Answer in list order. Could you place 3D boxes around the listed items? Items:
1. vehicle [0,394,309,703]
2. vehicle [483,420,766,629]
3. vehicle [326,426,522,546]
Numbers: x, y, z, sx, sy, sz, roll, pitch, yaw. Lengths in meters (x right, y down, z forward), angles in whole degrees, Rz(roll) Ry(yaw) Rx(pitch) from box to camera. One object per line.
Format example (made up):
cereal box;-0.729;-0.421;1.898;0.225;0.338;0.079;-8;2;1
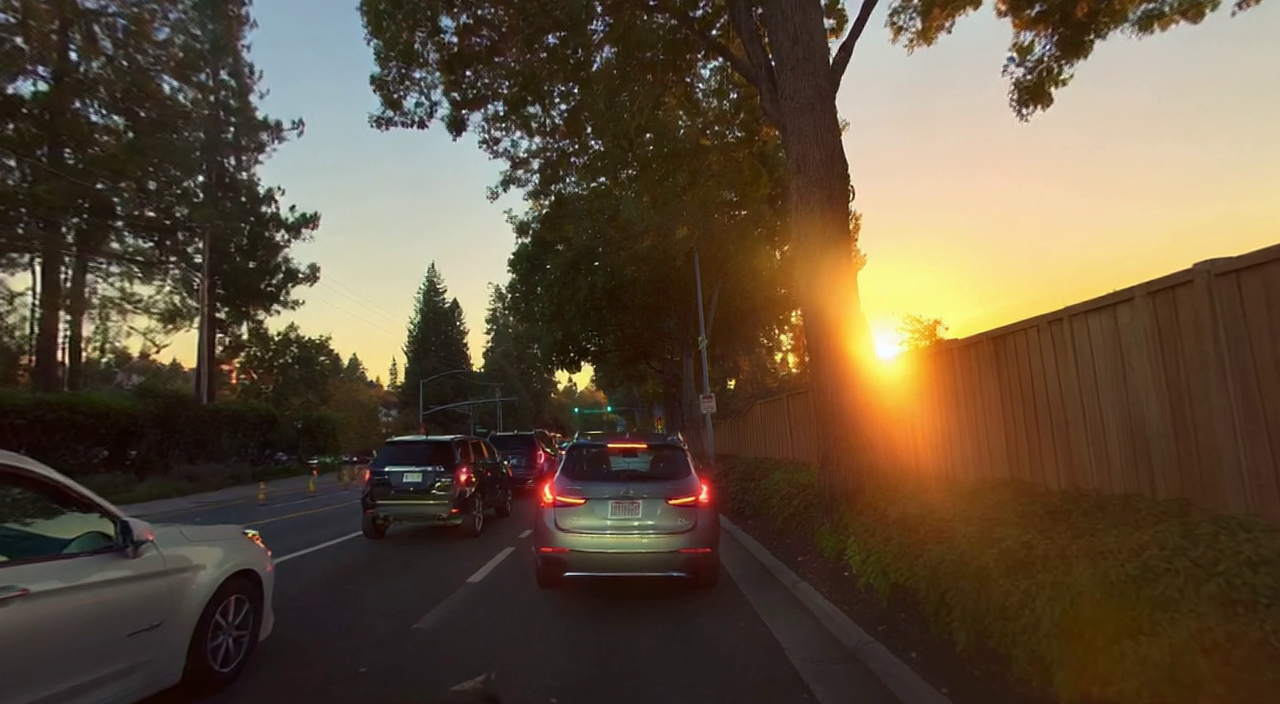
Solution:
vehicle;-3.078;0.836;1.579;1.980;1.520;4.636;0;-8;0
vehicle;-0.136;1.513;6.455;1.995;1.460;3.865;0;-8;-1
vehicle;-3.224;2.061;10.261;1.850;1.582;3.688;0;-8;0
